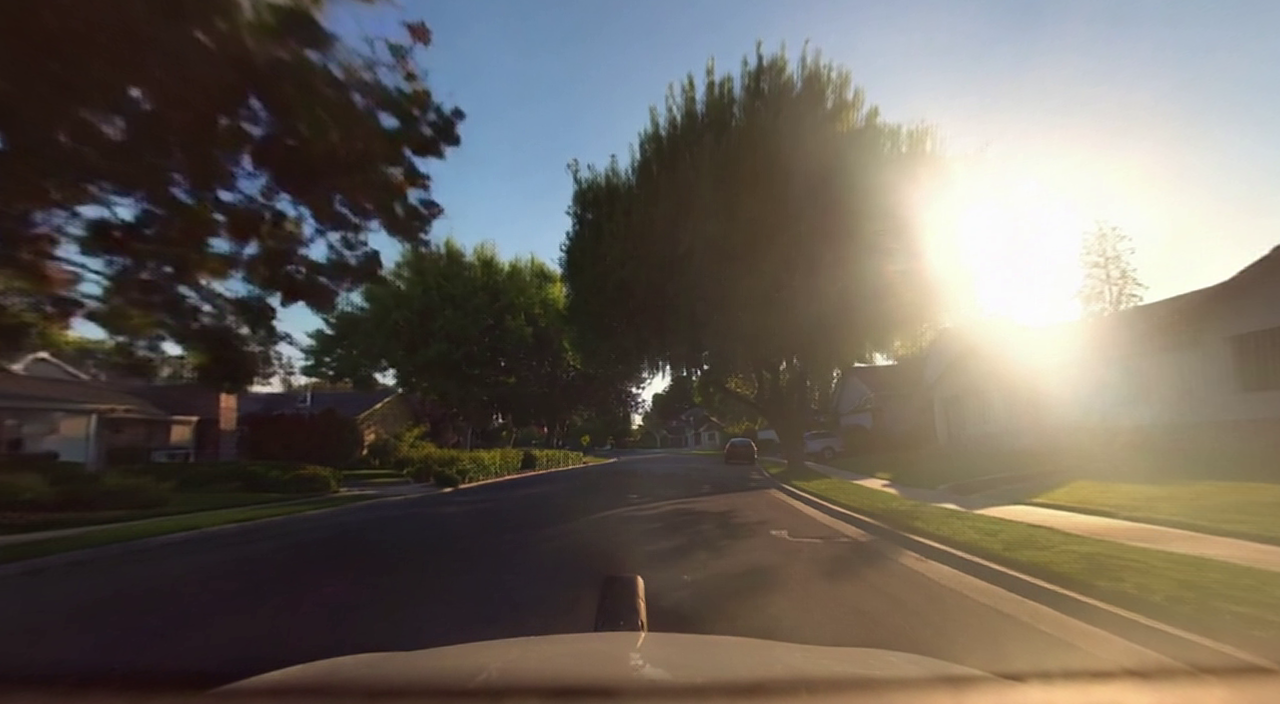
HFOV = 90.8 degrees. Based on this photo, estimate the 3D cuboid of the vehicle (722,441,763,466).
[{"bbox_3d":[6.649,6.643,41.565,2.088,1.522,4.449,-1,-9,2],"label":"vehicle"}]
